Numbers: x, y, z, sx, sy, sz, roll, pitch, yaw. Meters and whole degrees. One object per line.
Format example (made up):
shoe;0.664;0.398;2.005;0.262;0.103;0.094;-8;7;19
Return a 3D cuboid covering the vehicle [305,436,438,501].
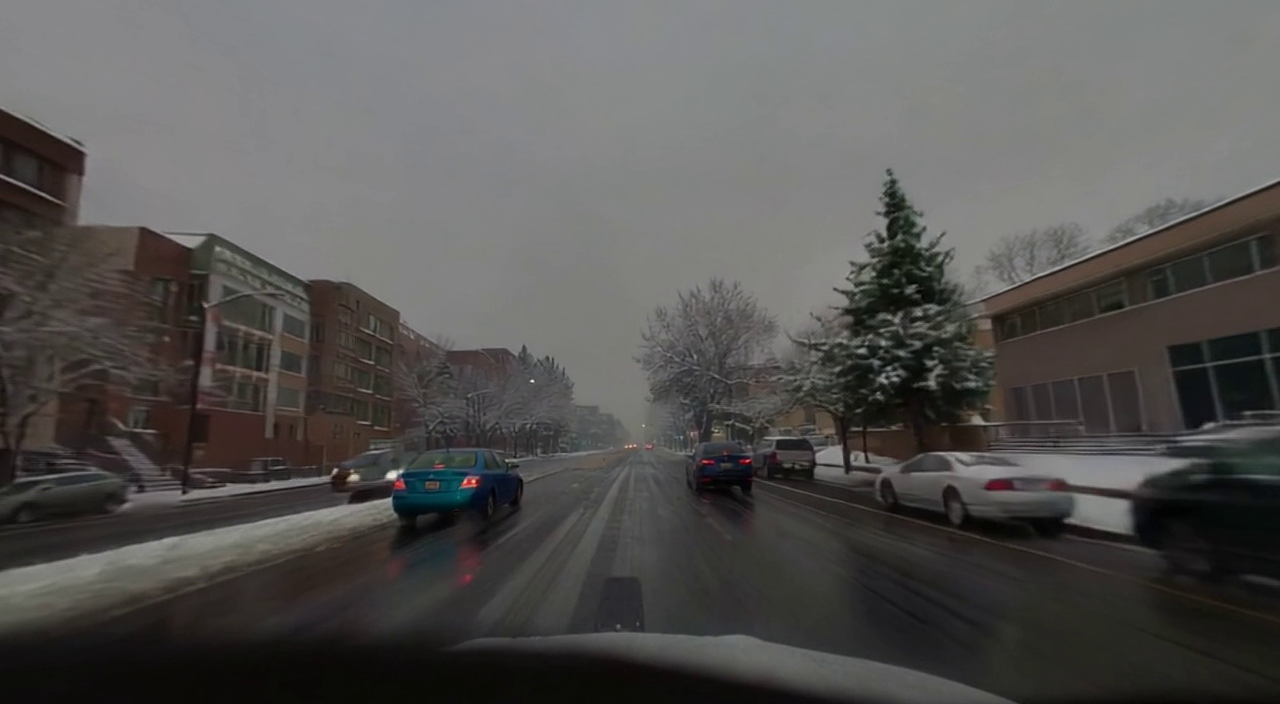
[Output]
vehicle;-8.490;3.706;20.586;2.098;1.807;5.024;0;-9;0

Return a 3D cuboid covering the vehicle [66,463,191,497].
vehicle;-24.163;6.038;29.955;4.398;1.486;1.837;-1;-9;3

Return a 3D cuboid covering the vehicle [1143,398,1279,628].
vehicle;6.056;1.048;3.554;2.085;1.782;5.258;0;-9;0

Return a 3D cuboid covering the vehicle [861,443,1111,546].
vehicle;5.845;2.424;11.524;1.905;1.471;4.596;0;-9;-1

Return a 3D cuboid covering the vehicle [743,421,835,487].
vehicle;5.904;4.145;25.880;2.394;2.400;5.209;0;-9;-1

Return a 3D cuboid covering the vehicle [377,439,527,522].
vehicle;-3.877;2.711;13.882;2.062;1.527;4.044;0;-9;0

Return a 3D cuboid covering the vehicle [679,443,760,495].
vehicle;2.454;3.750;20.649;1.978;1.471;4.426;0;-9;-1

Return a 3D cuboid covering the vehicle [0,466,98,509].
vehicle;-23.976;5.145;24.083;4.816;1.482;1.995;-1;-9;3
